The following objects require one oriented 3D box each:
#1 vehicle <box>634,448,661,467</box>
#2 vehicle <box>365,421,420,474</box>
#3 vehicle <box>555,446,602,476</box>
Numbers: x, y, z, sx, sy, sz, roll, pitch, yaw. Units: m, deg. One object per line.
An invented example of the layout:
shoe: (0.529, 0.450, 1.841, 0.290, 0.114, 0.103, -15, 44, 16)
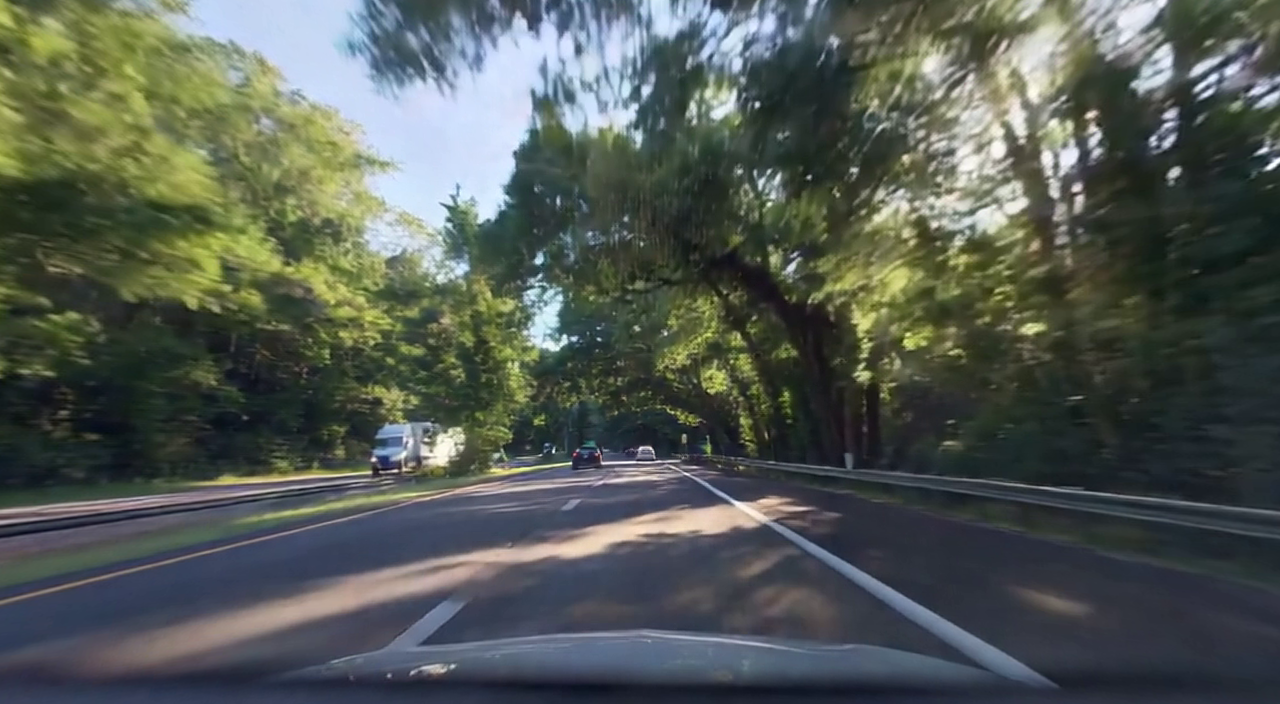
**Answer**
vehicle: (0.524, 8.221, 49.017, 1.989, 1.402, 3.831, 0, -9, -1)
vehicle: (-19.023, 7.350, 48.591, 2.908, 3.879, 2.998, 0, -9, 0)
vehicle: (-3.178, 5.780, 33.606, 2.112, 1.498, 4.117, 0, -9, 0)
